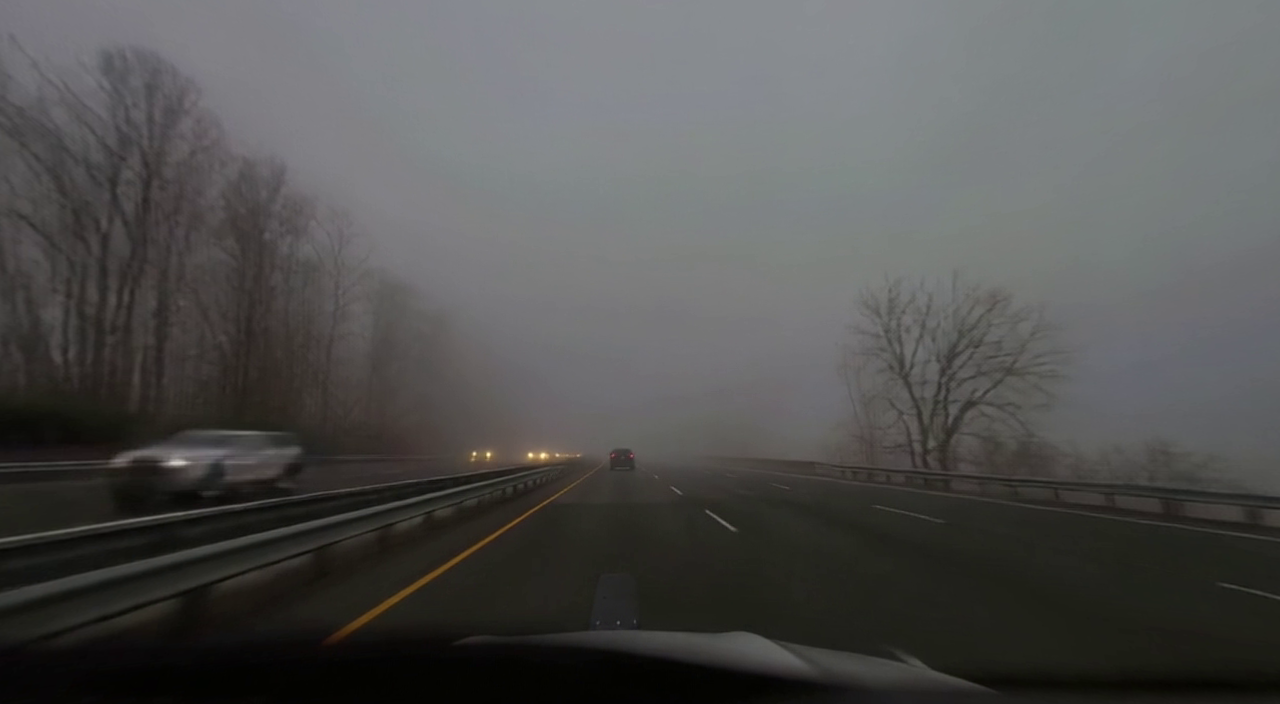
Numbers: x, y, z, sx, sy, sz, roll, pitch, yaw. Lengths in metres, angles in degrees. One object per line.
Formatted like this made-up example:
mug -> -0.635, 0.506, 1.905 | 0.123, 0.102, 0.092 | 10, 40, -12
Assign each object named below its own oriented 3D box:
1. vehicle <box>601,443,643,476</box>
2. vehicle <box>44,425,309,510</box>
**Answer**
vehicle -> -1.017, 5.974, 34.996 | 2.151, 1.693, 4.201 | 0, -9, -2
vehicle -> -9.779, 2.485, 13.979 | 2.128, 1.510, 5.066 | 0, -9, -1
